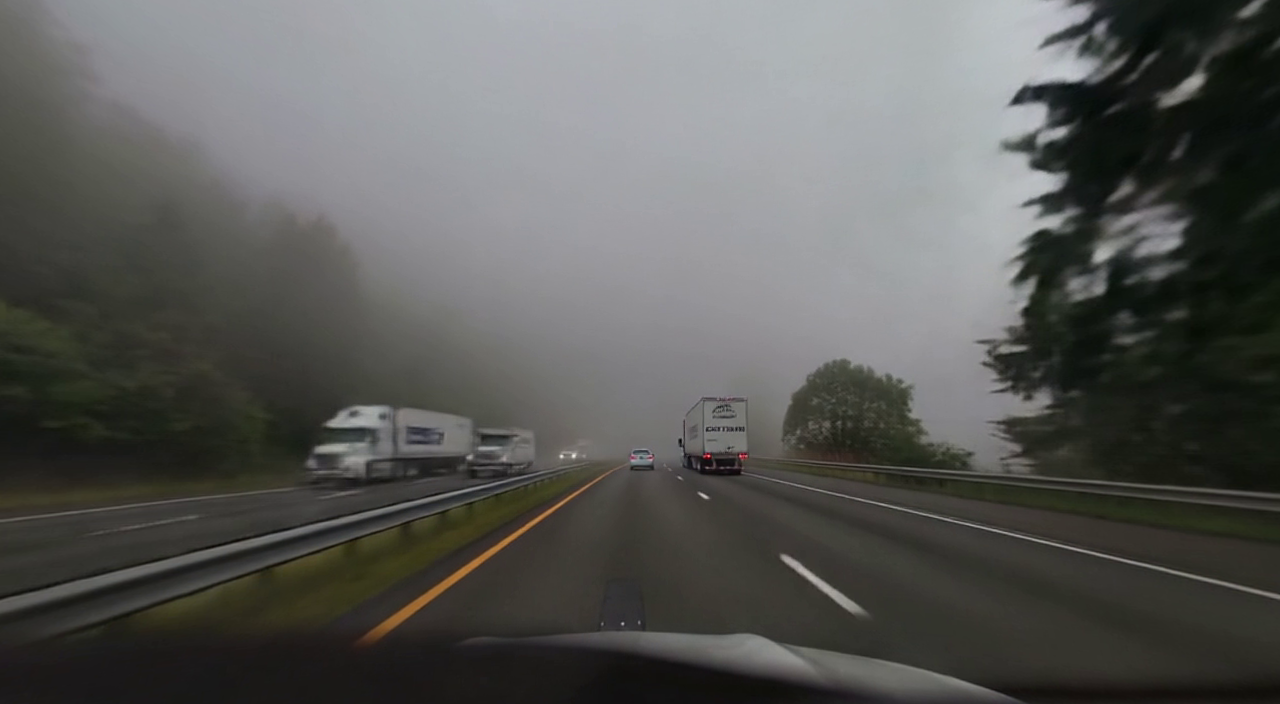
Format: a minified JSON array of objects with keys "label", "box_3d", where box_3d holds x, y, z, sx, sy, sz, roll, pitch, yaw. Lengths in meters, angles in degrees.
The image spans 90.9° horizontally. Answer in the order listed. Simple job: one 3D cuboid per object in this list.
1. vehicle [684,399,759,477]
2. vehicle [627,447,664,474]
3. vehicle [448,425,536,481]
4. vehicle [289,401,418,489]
[{"label":"vehicle","box_3d":[4.803,5.621,40.336,2.909,4.074,14.457,0,-9,0]},{"label":"vehicle","box_3d":[0.351,6.344,37.134,2.074,1.475,3.960,0,-9,1]},{"label":"vehicle","box_3d":[-8.225,5.779,36.123,3.033,2.814,7.504,0,-9,1]},{"label":"vehicle","box_3d":[-12.911,4.297,29.112,3.001,3.604,5.968,0,-9,1]}]
